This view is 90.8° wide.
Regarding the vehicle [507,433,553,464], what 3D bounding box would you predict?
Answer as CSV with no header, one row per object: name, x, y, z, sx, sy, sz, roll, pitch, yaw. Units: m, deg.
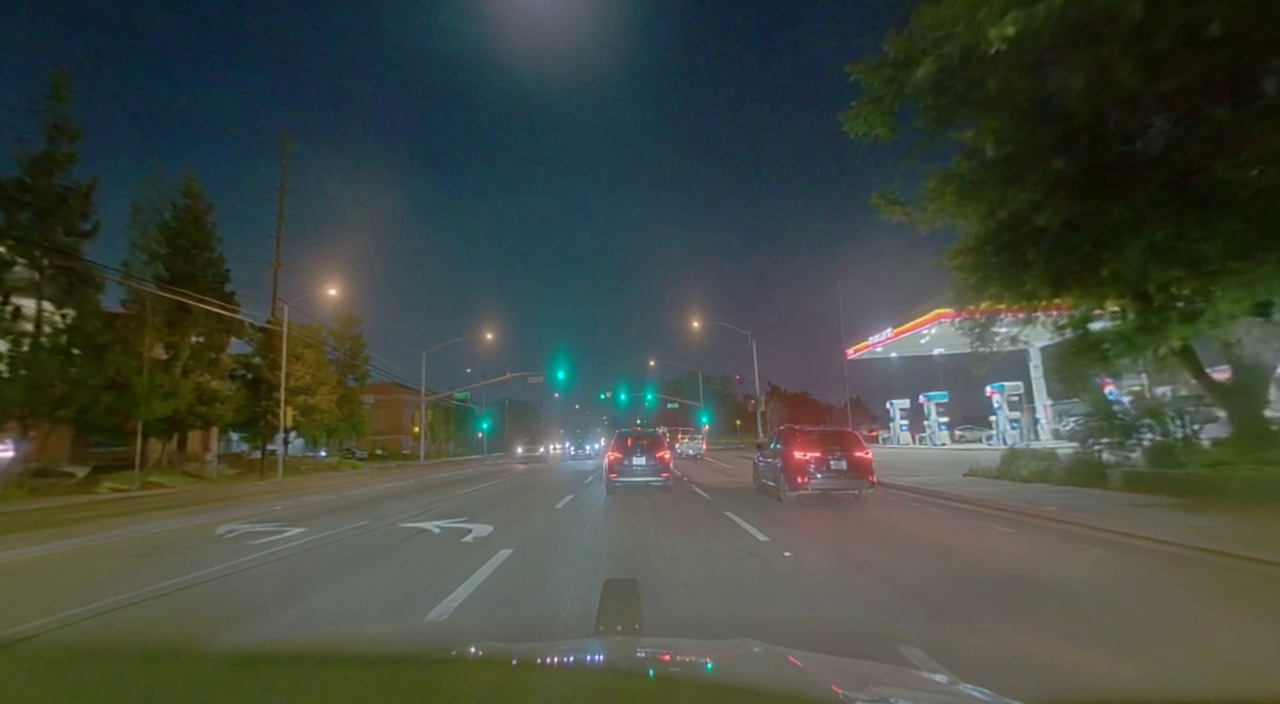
vehicle,-6.591,5.838,38.334,1.994,1.695,4.471,0,-8,0

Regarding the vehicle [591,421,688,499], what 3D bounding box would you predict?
vehicle,-0.087,2.683,16.049,2.164,1.718,3.881,0,-8,-2

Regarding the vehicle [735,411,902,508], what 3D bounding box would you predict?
vehicle,3.735,2.372,14.387,2.116,1.791,5.006,0,-8,-3

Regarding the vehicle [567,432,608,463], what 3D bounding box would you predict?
vehicle,-3.184,5.885,38.961,2.155,1.745,4.248,0,-8,0
